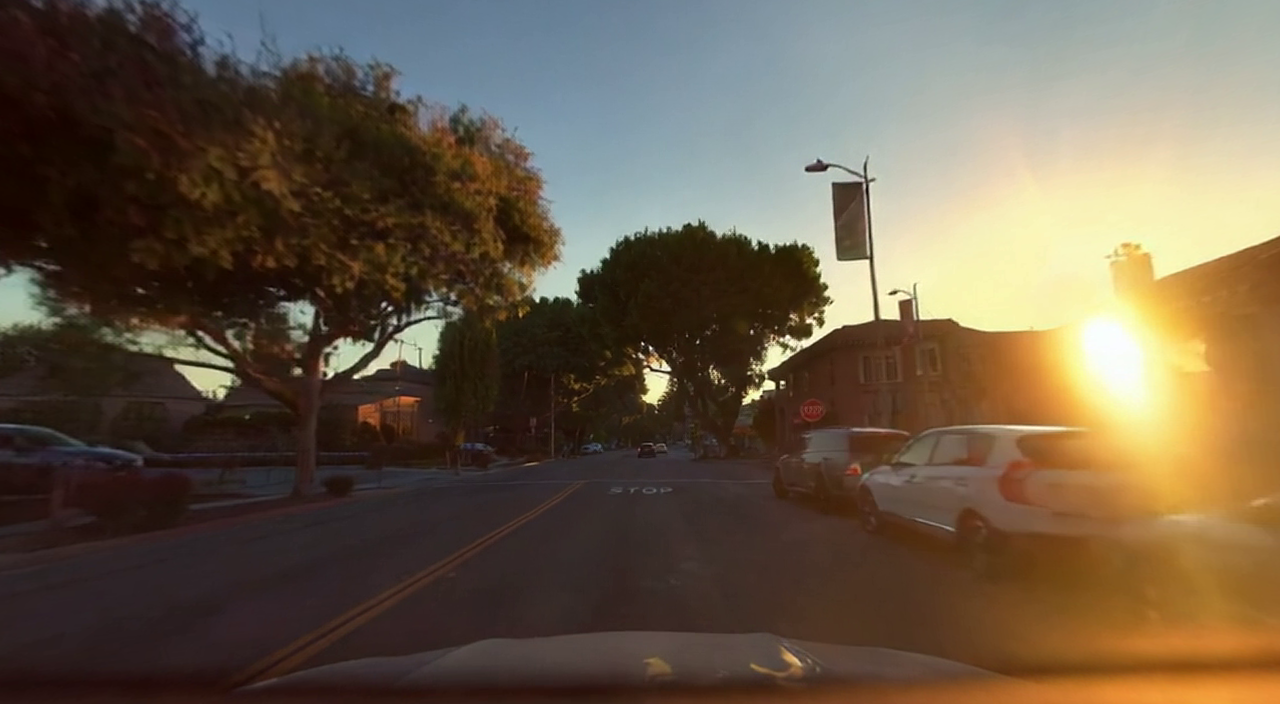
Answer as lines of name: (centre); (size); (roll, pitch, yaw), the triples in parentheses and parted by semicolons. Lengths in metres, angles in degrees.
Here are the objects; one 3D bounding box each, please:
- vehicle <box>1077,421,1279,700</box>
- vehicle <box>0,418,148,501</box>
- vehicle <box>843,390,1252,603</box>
vehicle: (4.336, 1.021, 2.727); (1.801, 1.491, 4.308); (0, -9, 1)
vehicle: (-16.538, 2.792, 16.422); (5.388, 2.044, 2.295); (5, -10, -31)
vehicle: (4.295, 1.603, 7.811); (2.041, 1.838, 4.524); (0, -9, 1)
